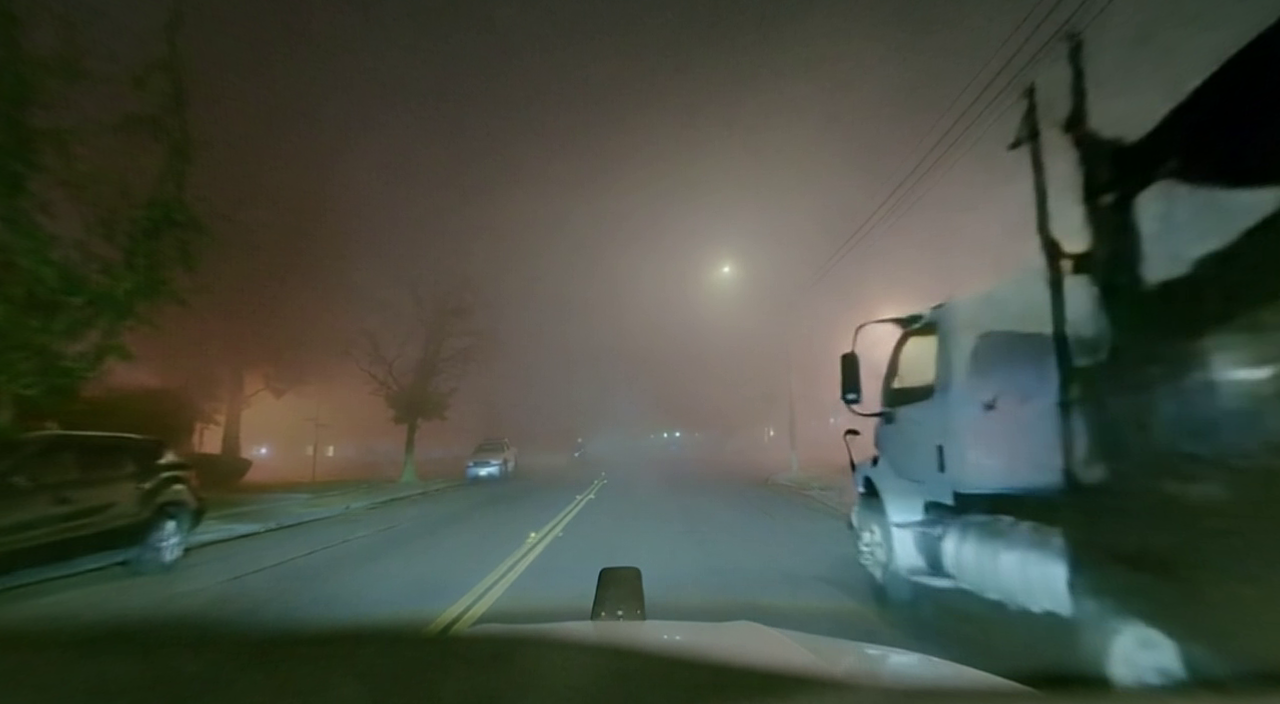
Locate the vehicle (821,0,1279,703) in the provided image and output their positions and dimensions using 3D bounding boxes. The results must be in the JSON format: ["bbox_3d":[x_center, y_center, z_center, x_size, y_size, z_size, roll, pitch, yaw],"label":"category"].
[{"bbox_3d":[3.164,0.067,2.737,2.750,3.440,6.535,0,-8,0],"label":"vehicle"}]

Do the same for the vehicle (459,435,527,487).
[{"bbox_3d":[-5.892,4.351,25.793,2.087,1.835,4.445,-1,-7,-6],"label":"vehicle"}]

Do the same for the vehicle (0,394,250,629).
[{"bbox_3d":[-6.230,1.492,6.038,2.210,1.849,4.638,-4,-8,-2],"label":"vehicle"}]
